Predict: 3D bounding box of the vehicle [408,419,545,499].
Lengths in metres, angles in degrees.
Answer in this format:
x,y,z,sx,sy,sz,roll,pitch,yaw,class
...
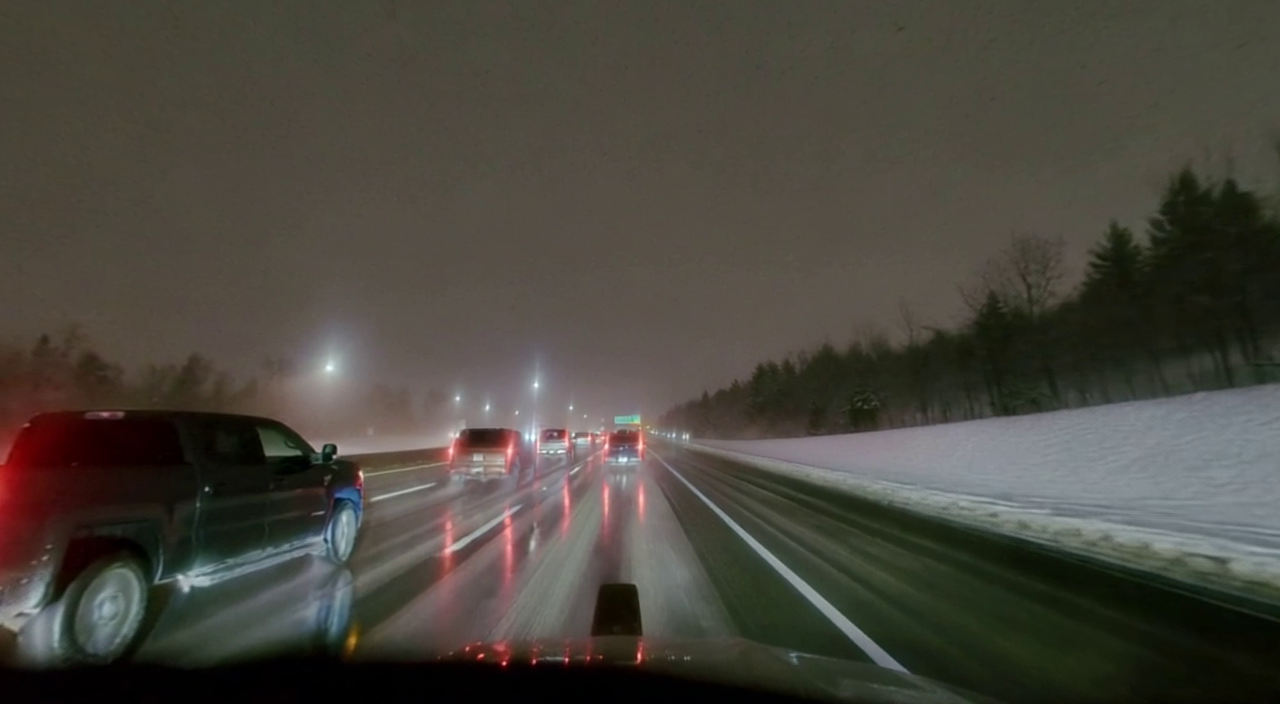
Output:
x,y,z,sx,sy,sz,roll,pitch,yaw,class
-3.836,2.590,15.747,2.154,1.690,4.595,0,-8,0,vehicle

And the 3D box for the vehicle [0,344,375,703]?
x,y,z,sx,sy,sz,roll,pitch,yaw,class
-3.846,1.050,4.384,2.107,1.703,4.274,0,-8,0,vehicle

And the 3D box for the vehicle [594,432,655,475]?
x,y,z,sx,sy,sz,roll,pitch,yaw,class
-0.553,3.736,23.490,2.070,1.452,3.834,0,-8,-1,vehicle
